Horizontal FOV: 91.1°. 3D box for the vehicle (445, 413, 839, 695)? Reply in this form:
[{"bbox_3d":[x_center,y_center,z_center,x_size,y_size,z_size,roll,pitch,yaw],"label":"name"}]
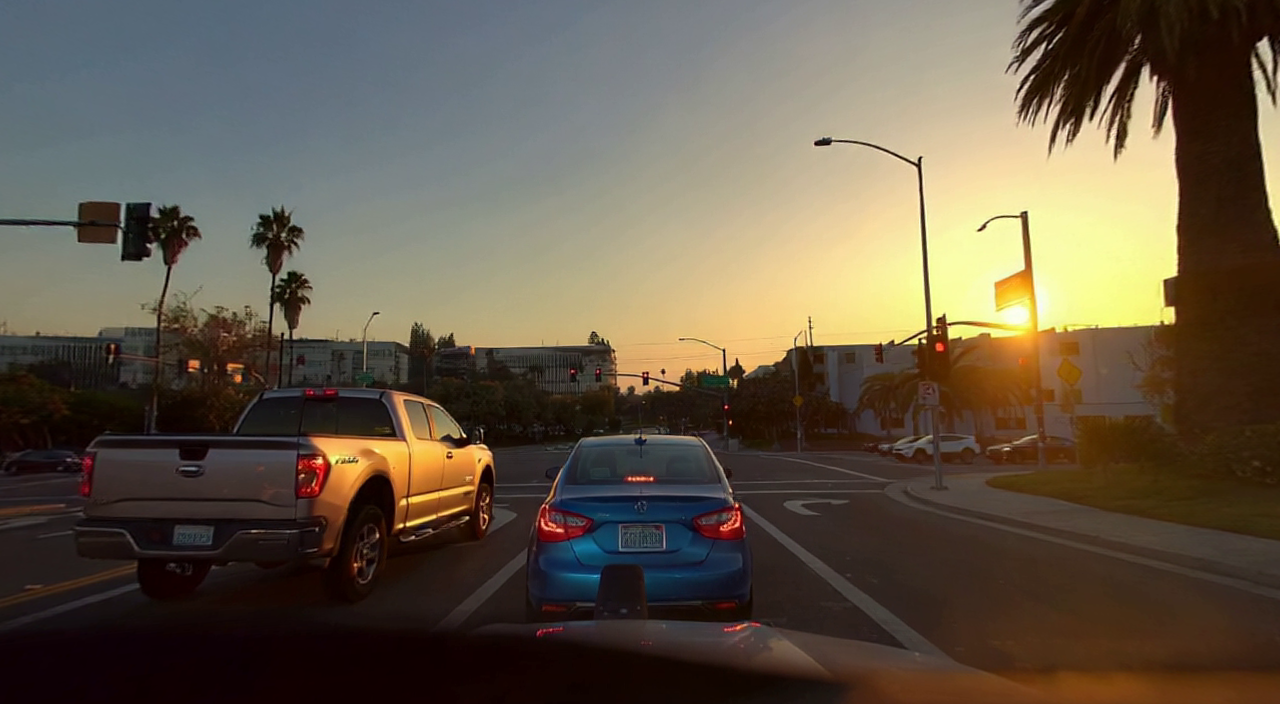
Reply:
[{"bbox_3d":[0.046,1.400,5.541,2.122,1.501,4.152,0,-8,1],"label":"vehicle"}]

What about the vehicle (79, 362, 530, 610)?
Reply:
[{"bbox_3d":[-3.210,1.482,7.927,2.330,1.969,5.626,-1,-8,3],"label":"vehicle"}]

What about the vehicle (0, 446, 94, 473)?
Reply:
[{"bbox_3d":[-37.056,6.646,38.898,4.576,1.617,1.937,0,-8,2],"label":"vehicle"}]

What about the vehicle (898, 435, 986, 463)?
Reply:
[{"bbox_3d":[18.848,6.069,39.298,4.466,1.717,1.963,0,-8,2],"label":"vehicle"}]
